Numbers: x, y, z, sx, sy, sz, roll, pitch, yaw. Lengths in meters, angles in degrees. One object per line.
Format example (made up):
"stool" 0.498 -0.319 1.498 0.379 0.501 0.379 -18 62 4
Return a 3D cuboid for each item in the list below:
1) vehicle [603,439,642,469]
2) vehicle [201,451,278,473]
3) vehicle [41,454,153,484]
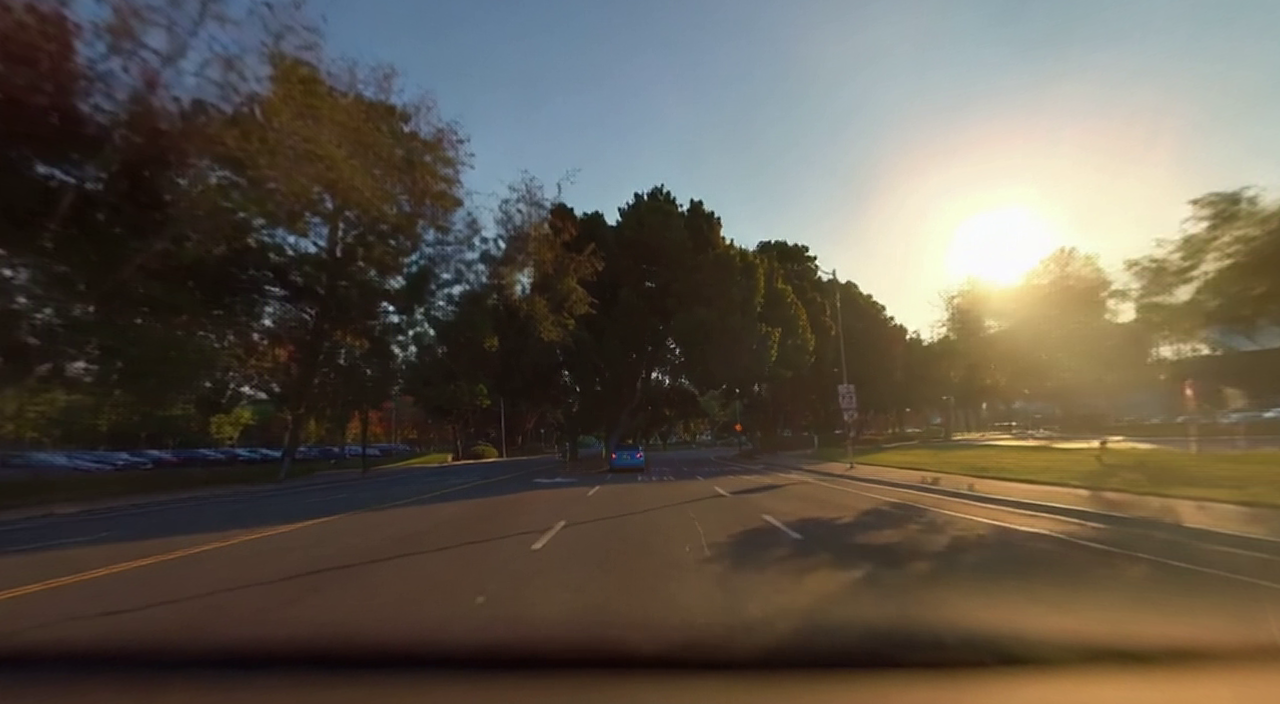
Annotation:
"vehicle" -0.894 5.489 34.214 1.978 1.499 3.915 -1 -8 0
"vehicle" -30.318 8.345 47.859 4.455 1.566 2.029 0 -8 -2
"vehicle" -30.017 6.457 34.968 4.468 1.471 1.879 -1 -8 1
